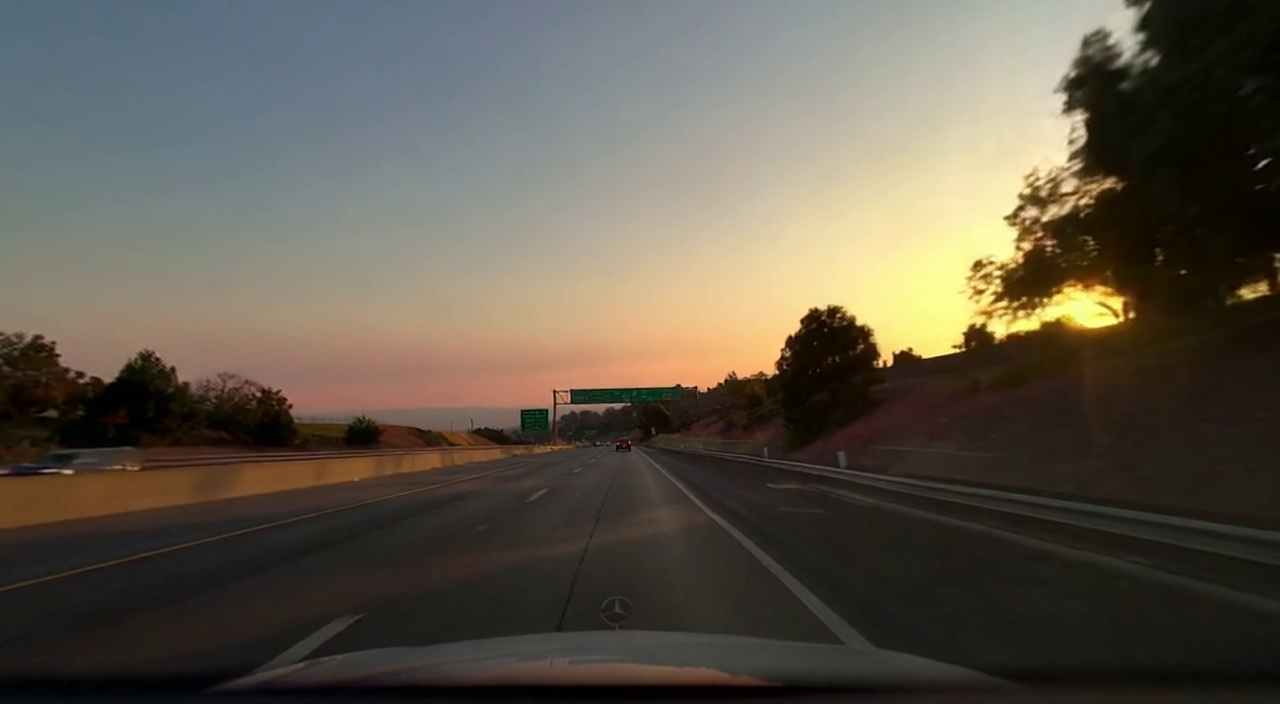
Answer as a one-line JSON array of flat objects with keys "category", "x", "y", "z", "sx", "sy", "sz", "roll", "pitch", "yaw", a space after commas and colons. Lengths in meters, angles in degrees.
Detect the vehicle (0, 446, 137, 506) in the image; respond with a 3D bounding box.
[{"category": "vehicle", "x": -17.825, "y": 3.642, "z": 18.992, "sx": 1.950, "sy": 1.558, "sz": 4.121, "roll": 0, "pitch": -8, "yaw": -2}]
